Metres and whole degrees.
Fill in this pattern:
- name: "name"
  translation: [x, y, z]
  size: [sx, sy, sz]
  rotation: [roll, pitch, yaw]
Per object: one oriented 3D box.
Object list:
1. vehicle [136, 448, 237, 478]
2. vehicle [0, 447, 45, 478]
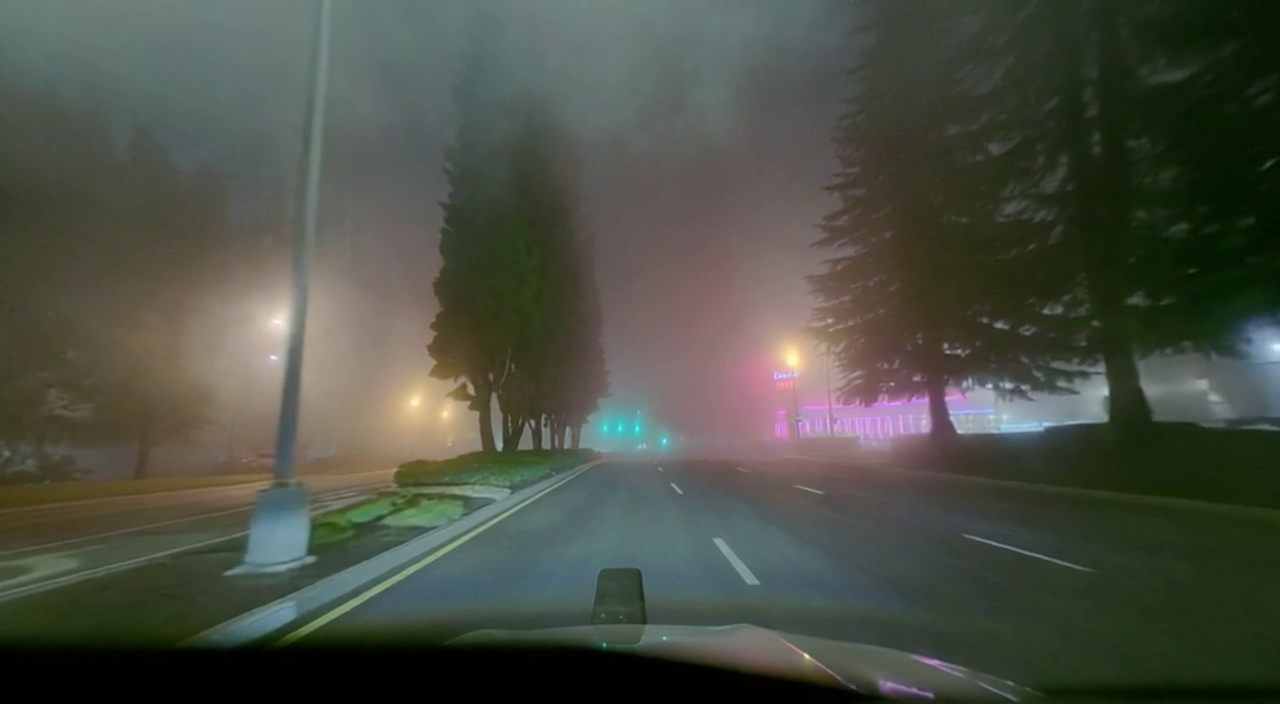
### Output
- name: "vehicle"
  translation: [-28.345, 6.940, 39.724]
  size: [4.922, 1.511, 1.959]
  rotation: [1, -8, -28]
- name: "vehicle"
  translation: [-41.528, 7.203, 41.611]
  size: [4.997, 1.912, 2.111]
  rotation: [-6, -10, 33]
